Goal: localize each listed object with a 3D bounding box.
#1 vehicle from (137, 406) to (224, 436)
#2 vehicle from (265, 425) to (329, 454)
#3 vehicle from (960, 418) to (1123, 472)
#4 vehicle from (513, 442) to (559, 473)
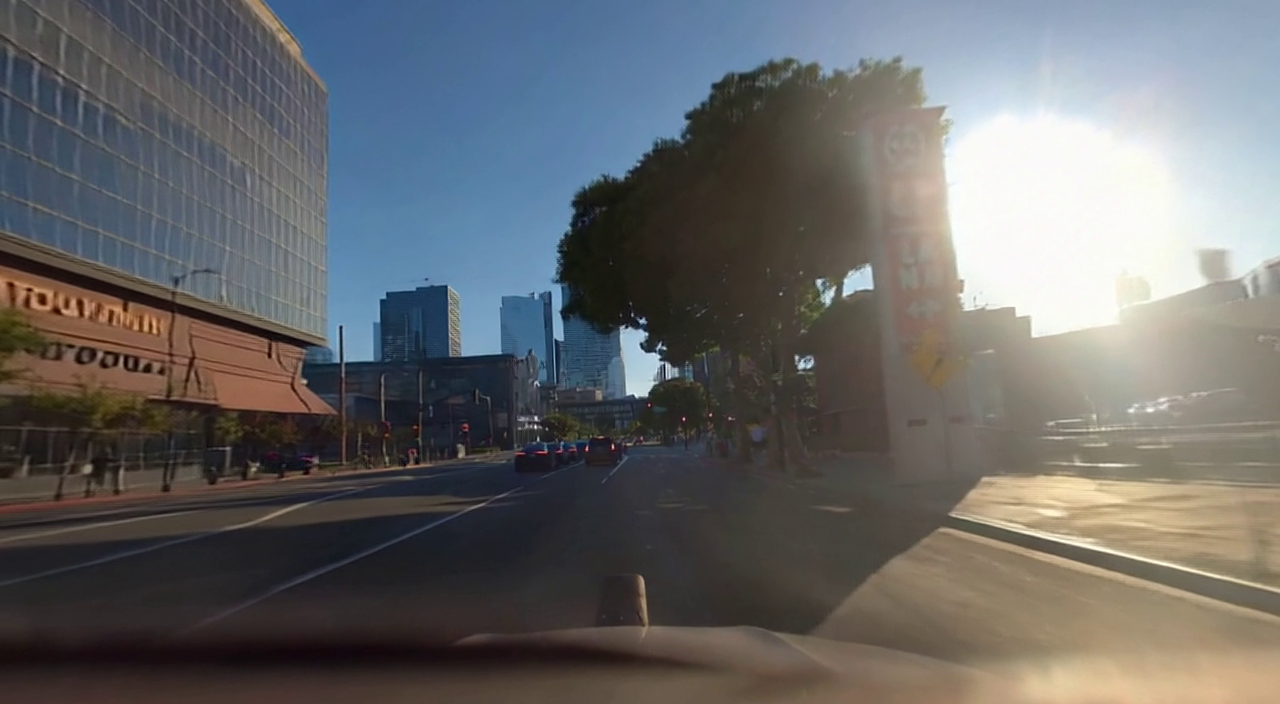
[{"bbox_3d":[-25.513,3.864,35.150,3.556,1.611,1.623,0,-8,3],"label":"vehicle"},{"bbox_3d":[-25.346,6.484,46.734,3.572,2.012,1.872,-1,-8,-2],"label":"vehicle"},{"bbox_3d":[14.895,3.503,23.673,4.562,1.648,2.028,-4,-9,3],"label":"vehicle"},{"bbox_3d":[-5.596,5.692,34.367,1.889,1.572,3.599,0,-8,1],"label":"vehicle"}]
